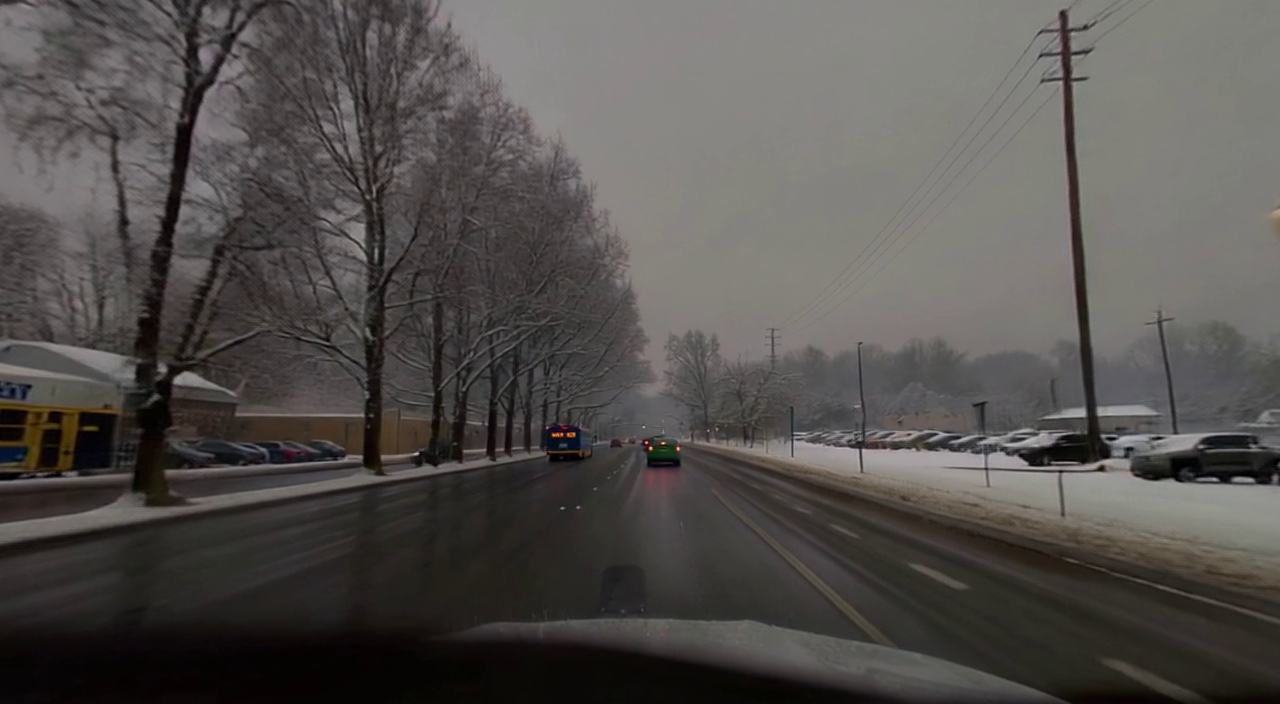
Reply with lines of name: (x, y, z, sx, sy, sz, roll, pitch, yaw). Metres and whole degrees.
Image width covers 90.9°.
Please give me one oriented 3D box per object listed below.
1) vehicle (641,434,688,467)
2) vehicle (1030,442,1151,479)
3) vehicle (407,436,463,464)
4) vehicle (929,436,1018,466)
vehicle: (1.143, 4.885, 31.284, 2.123, 1.498, 4.226, 0, -9, 0)
vehicle: (19.198, 4.625, 27.190, 1.849, 1.466, 4.831, -1, -9, 3)
vehicle: (-13.735, 6.619, 42.611, 2.126, 1.742, 4.517, 0, -9, 2)
vehicle: (19.694, 5.882, 37.633, 2.229, 1.661, 5.991, 0, -9, 2)
